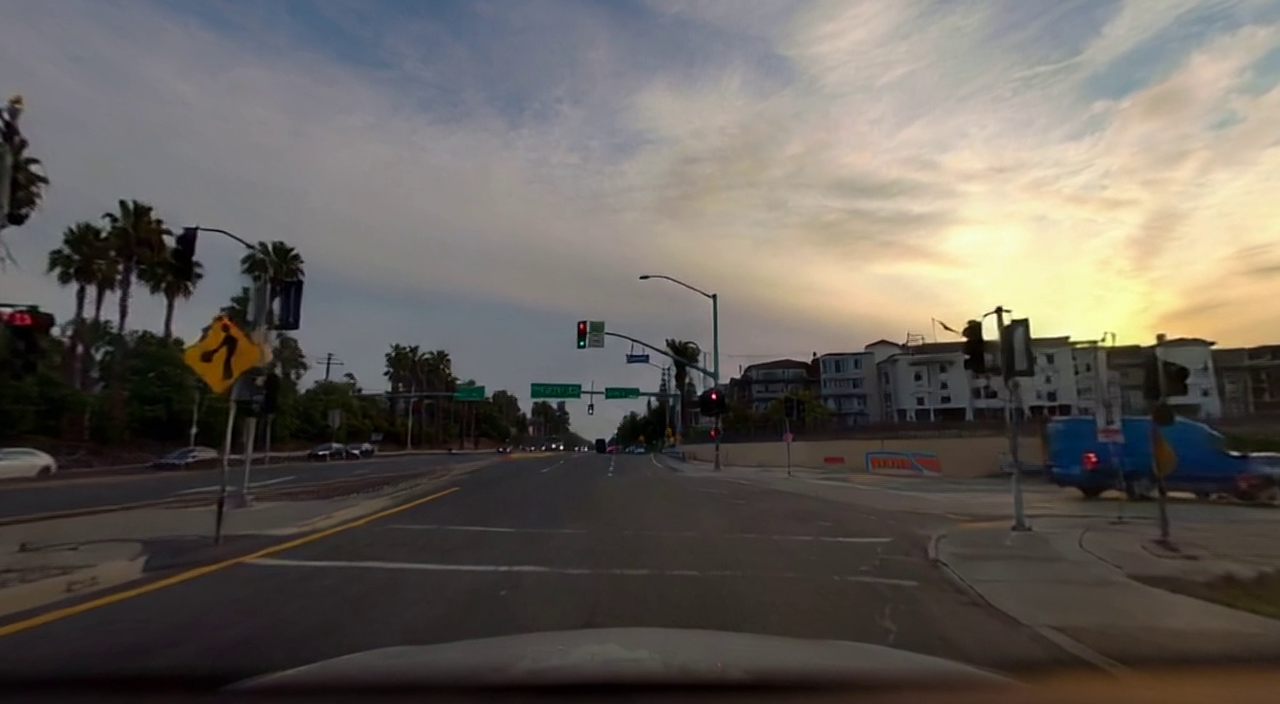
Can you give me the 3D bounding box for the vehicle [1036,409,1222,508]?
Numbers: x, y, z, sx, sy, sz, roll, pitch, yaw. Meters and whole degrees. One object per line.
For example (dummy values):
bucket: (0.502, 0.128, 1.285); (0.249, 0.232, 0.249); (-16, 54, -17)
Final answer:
vehicle: (16.241, 3.524, 21.172); (4.180, 3.020, 2.606); (2, -9, -12)
